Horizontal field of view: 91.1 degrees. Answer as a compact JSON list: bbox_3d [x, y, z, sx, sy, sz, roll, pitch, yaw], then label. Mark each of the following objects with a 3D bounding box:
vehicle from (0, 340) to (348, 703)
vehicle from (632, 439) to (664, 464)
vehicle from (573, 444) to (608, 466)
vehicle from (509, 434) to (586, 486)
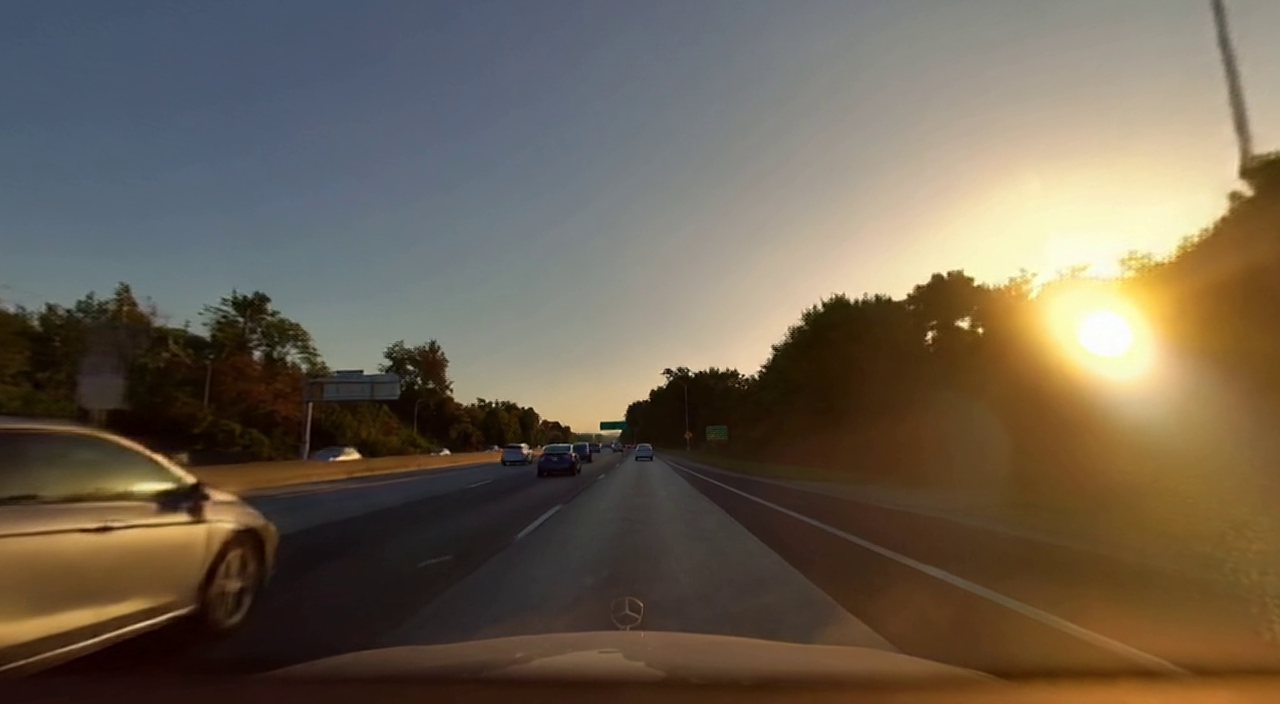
[{"bbox_3d":[-3.501,0.828,2.632,2.040,1.672,5.122,0,-8,1],"label":"vehicle"},{"bbox_3d":[0.570,7.421,46.987,2.285,1.797,4.478,0,-8,0],"label":"vehicle"},{"bbox_3d":[-3.336,6.981,42.815,2.055,1.431,3.921,0,-8,0],"label":"vehicle"},{"bbox_3d":[-3.164,3.801,22.441,2.056,1.679,4.204,0,-8,1],"label":"vehicle"}]
